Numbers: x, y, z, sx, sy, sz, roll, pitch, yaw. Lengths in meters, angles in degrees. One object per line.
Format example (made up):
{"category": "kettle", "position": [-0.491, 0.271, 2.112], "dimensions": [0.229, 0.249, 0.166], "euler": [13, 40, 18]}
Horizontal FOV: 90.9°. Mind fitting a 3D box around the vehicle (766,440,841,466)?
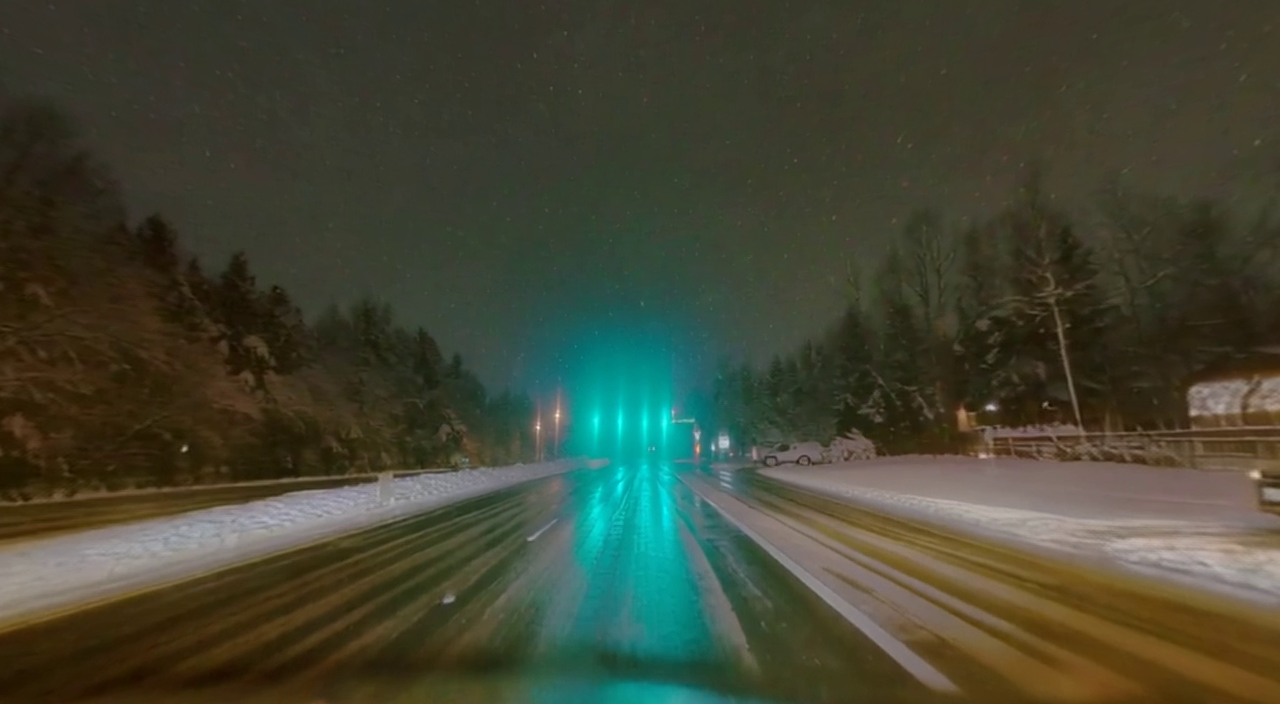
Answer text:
{"category": "vehicle", "position": [11.638, 7.232, 45.115], "dimensions": [4.721, 1.796, 2.413], "euler": [0, -8, 0]}
